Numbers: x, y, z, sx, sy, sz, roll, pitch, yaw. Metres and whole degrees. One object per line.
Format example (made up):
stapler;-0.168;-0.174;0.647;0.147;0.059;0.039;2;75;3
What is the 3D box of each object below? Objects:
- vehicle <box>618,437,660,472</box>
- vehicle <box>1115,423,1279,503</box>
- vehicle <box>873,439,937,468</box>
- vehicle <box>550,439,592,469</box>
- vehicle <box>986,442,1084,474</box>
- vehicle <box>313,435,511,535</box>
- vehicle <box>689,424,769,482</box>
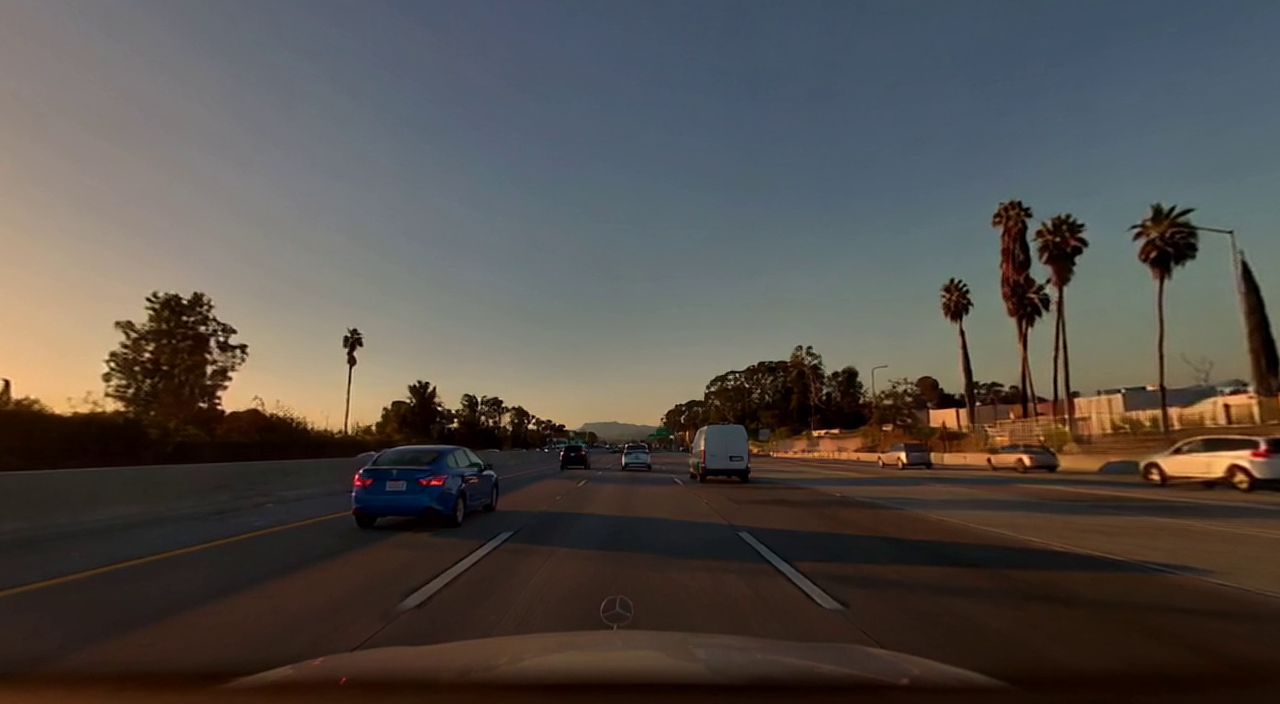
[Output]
vehicle;-0.085;5.672;35.070;2.212;1.786;4.198;0;-9;-1
vehicle;15.170;2.796;16.222;2.104;1.746;5.084;0;-9;2
vehicle;16.458;6.333;39.493;2.010;1.721;4.871;0;-9;2
vehicle;-4.342;6.532;40.528;2.109;1.793;4.613;0;-9;1
vehicle;19.792;5.318;31.945;2.020;1.483;4.779;0;-9;2
vehicle;-3.848;2.321;11.649;1.991;1.469;4.381;0;-9;0
vehicle;3.410;4.061;25.562;2.250;2.074;5.723;0;-9;-2
